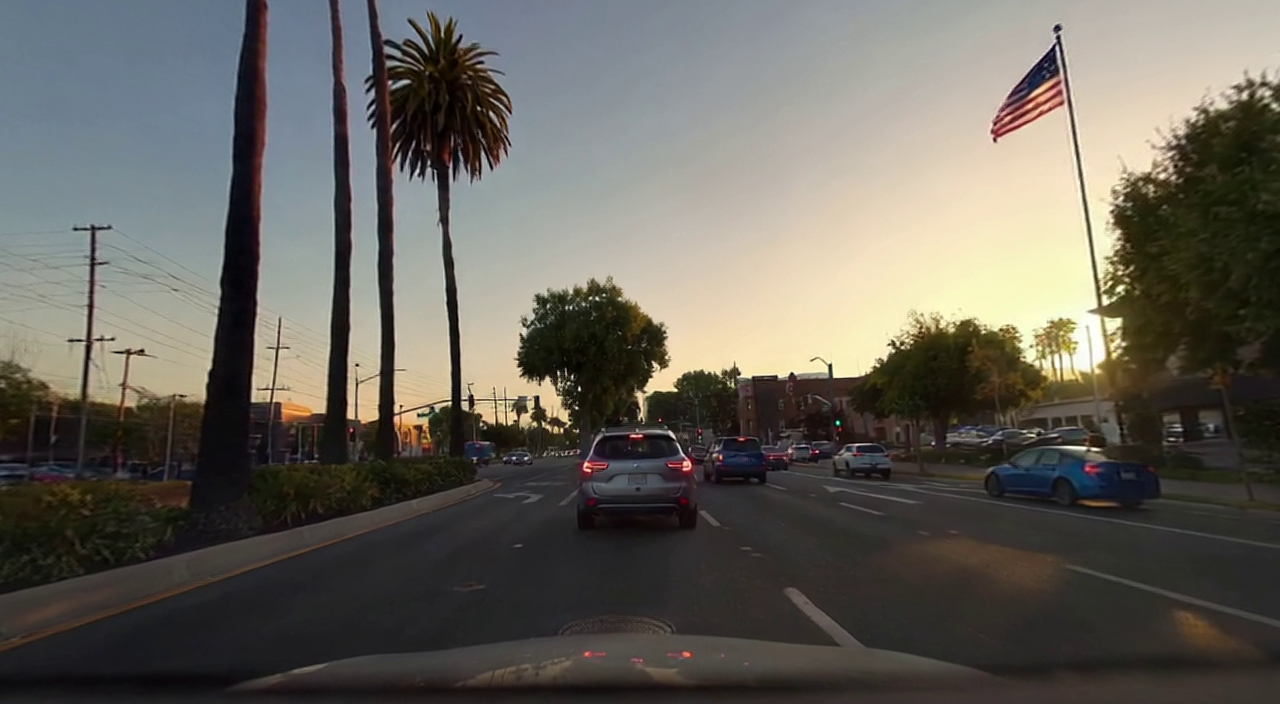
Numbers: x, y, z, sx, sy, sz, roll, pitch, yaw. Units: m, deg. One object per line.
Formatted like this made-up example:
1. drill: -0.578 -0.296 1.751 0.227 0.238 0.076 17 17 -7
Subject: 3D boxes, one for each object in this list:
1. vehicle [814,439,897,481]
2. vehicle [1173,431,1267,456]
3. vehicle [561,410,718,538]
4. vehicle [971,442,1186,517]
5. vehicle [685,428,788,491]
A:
1. vehicle: 10.057 5.064 29.938 2.155 1.779 4.582 0 -9 -2
2. vehicle: 36.394 5.800 39.813 1.839 1.455 4.395 0 -9 2
3. vehicle: -0.036 2.216 12.043 2.402 1.938 4.535 0 -9 -1
4. vehicle: 9.902 2.875 14.797 1.967 1.485 4.267 0 -9 1
5. vehicle: 3.329 3.928 23.507 2.773 2.021 6.212 0 -9 -1
